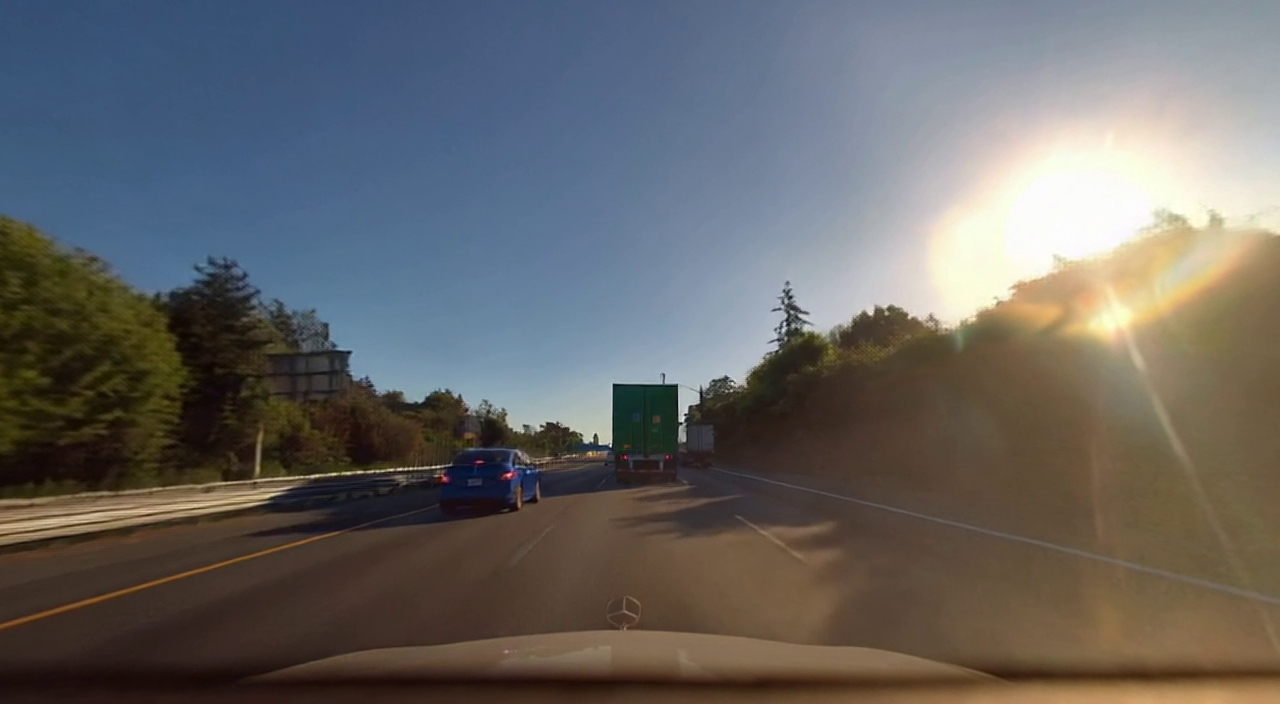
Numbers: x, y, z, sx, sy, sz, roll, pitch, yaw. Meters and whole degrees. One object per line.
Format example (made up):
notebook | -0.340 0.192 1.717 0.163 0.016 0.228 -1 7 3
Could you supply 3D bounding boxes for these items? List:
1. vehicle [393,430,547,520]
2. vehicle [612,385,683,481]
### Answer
vehicle | -3.530 2.662 14.129 2.173 1.657 4.401 0 -9 1
vehicle | 0.329 4.257 32.126 2.932 4.042 11.054 0 -9 0
